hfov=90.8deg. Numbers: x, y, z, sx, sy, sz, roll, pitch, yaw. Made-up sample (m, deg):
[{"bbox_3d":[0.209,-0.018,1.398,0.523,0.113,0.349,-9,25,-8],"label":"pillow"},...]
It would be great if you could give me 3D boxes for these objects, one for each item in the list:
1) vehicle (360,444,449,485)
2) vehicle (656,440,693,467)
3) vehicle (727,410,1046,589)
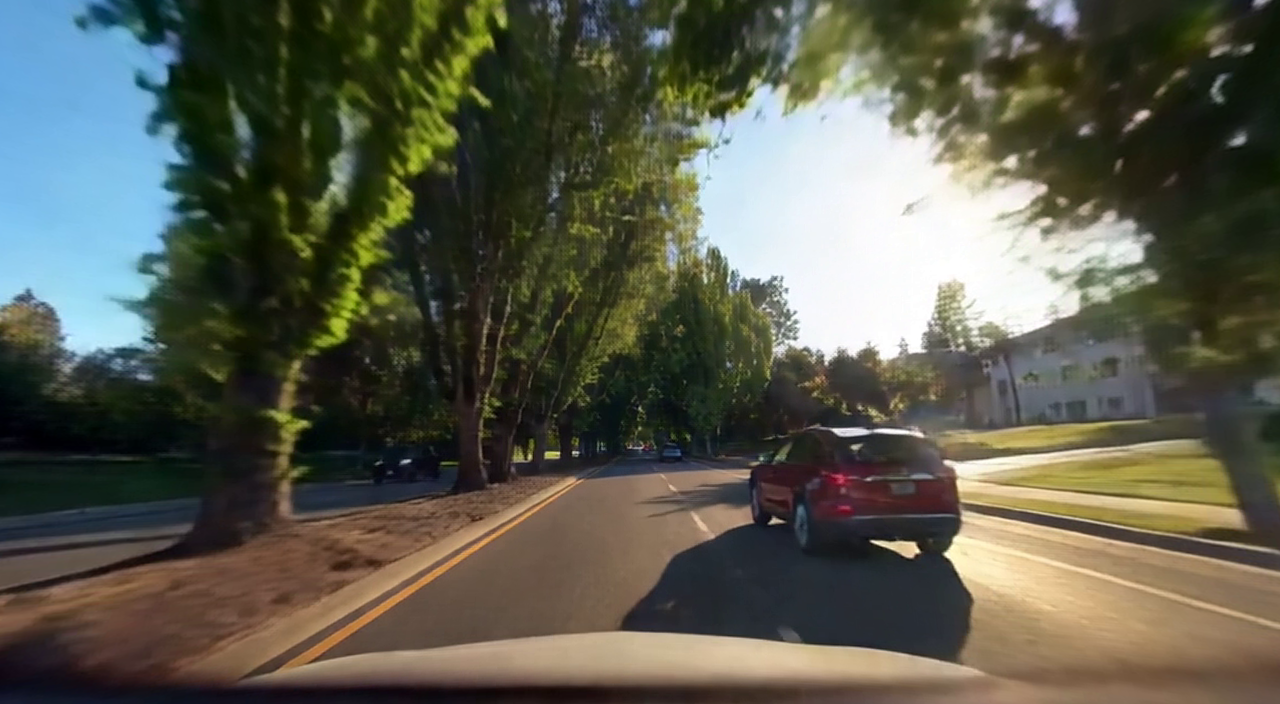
[{"bbox_3d":[-11.761,5.633,32.087,2.248,1.858,5.854,0,-9,0],"label":"vehicle"},{"bbox_3d":[2.305,6.895,43.107,2.164,1.725,4.285,0,-9,-1],"label":"vehicle"},{"bbox_3d":[2.565,1.675,8.036,2.066,1.603,4.475,0,-9,-3],"label":"vehicle"}]
